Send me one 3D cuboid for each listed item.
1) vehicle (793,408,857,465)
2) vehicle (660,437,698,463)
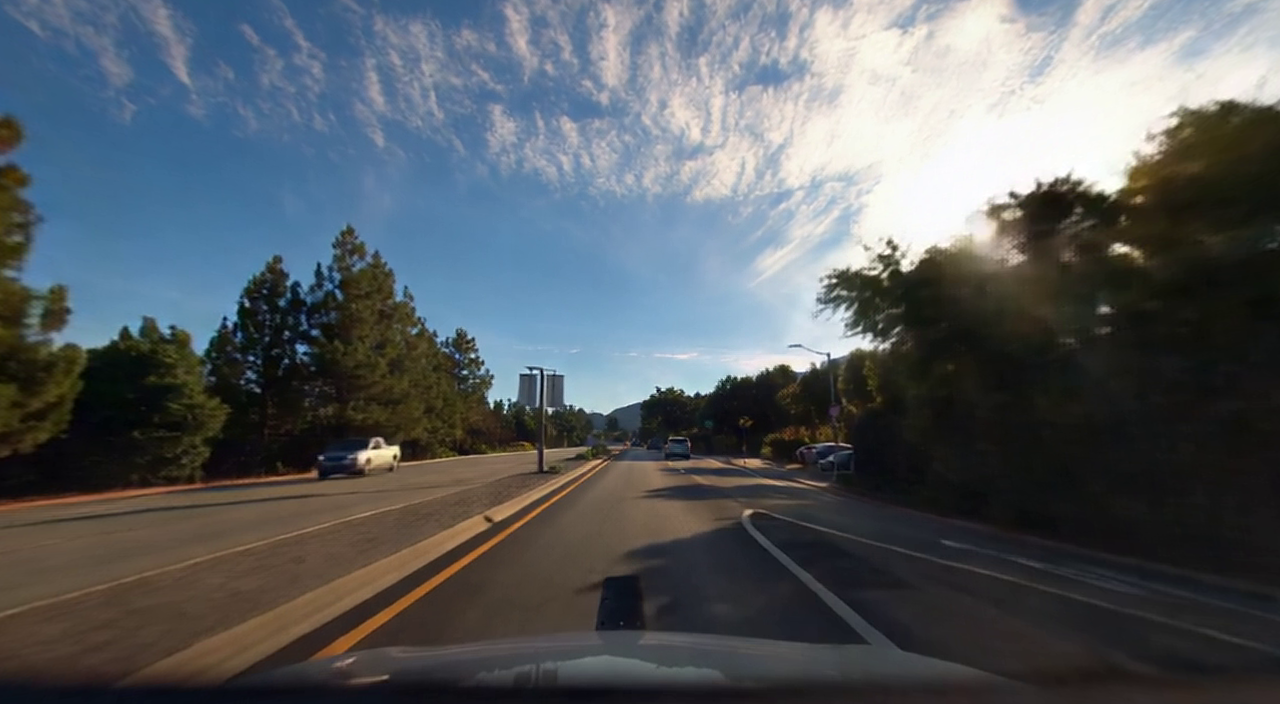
[{"bbox_3d":[10.942,5.075,37.728,3.250,3.147,4.411,-2,-9,12],"label":"vehicle"},{"bbox_3d":[2.725,7.007,45.398,2.183,1.744,4.424,1,-9,-4],"label":"vehicle"}]
